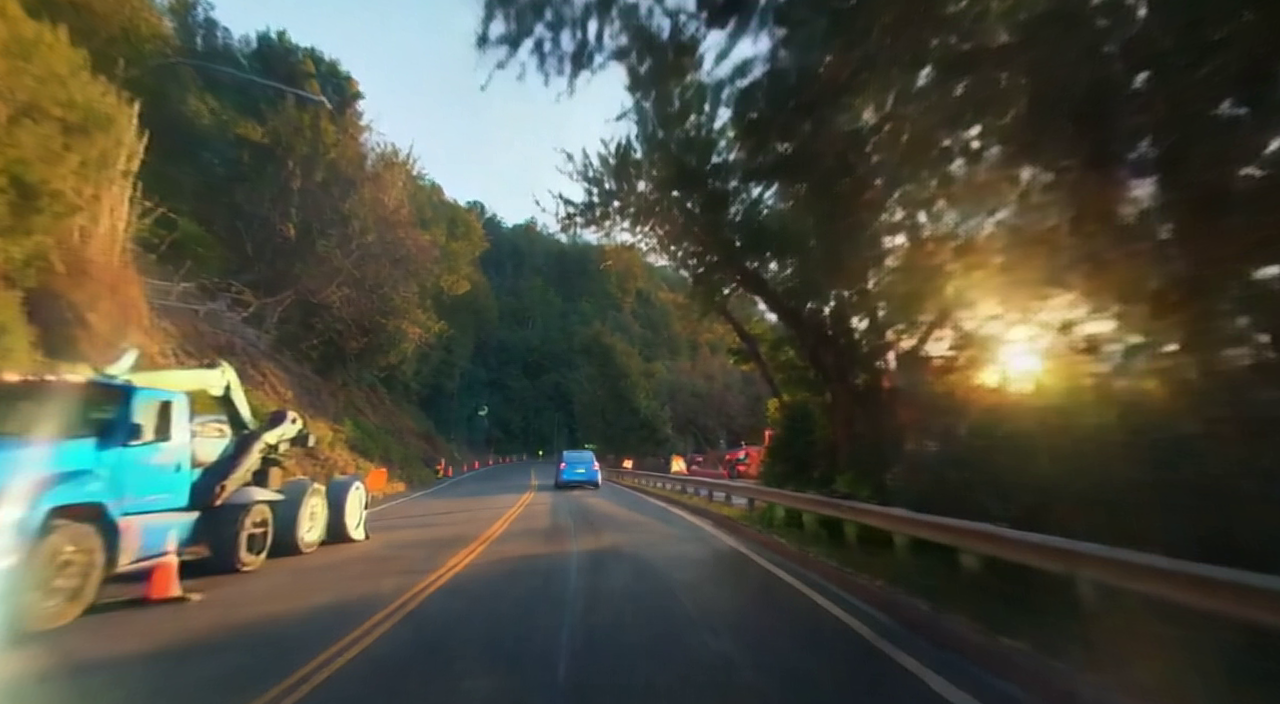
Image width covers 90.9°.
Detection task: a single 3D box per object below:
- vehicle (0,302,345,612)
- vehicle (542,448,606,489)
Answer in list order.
[{"bbox_3d":[-5.615,1.149,7.363,2.257,2.597,4.069,0,-9,0],"label":"vehicle"},{"bbox_3d":[-2.750,4.618,25.405,2.259,1.503,4.075,1,-9,-10],"label":"vehicle"}]
